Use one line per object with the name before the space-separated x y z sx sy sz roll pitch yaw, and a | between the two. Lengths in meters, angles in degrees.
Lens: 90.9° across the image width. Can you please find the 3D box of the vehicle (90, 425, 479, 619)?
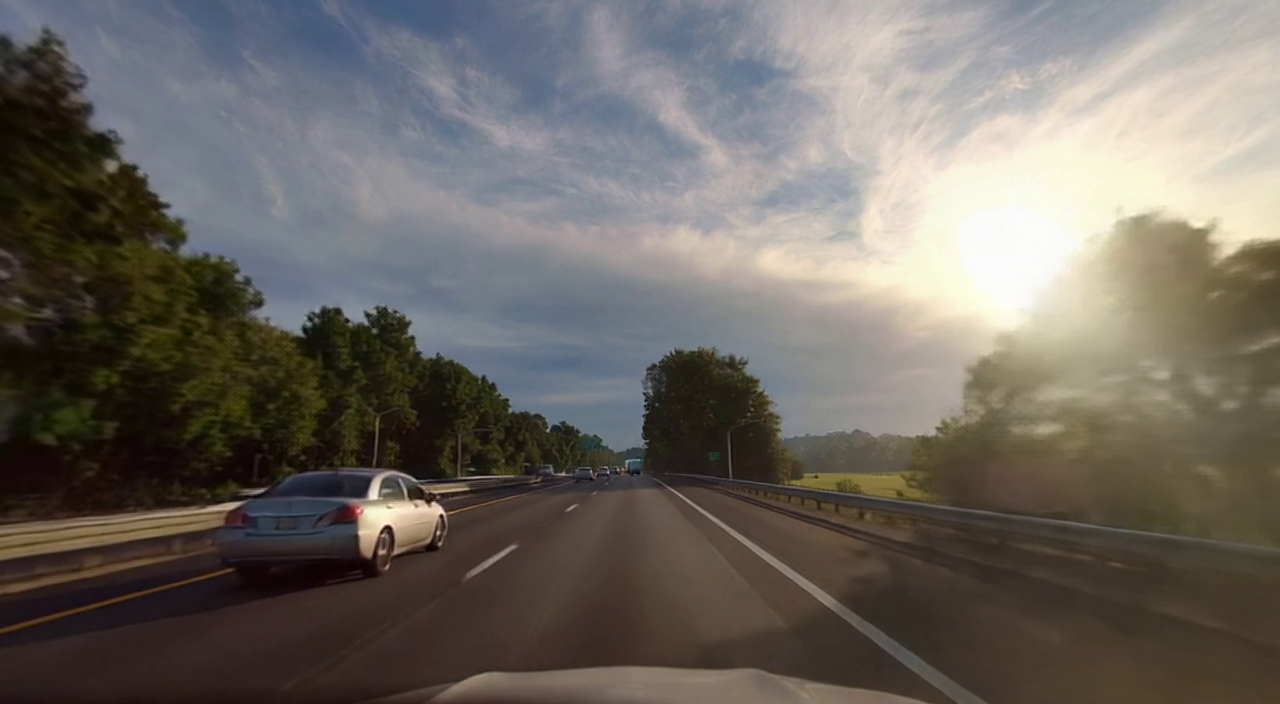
vehicle | -3.746 1.927 7.981 2.123 1.666 4.709 1 -10 0
